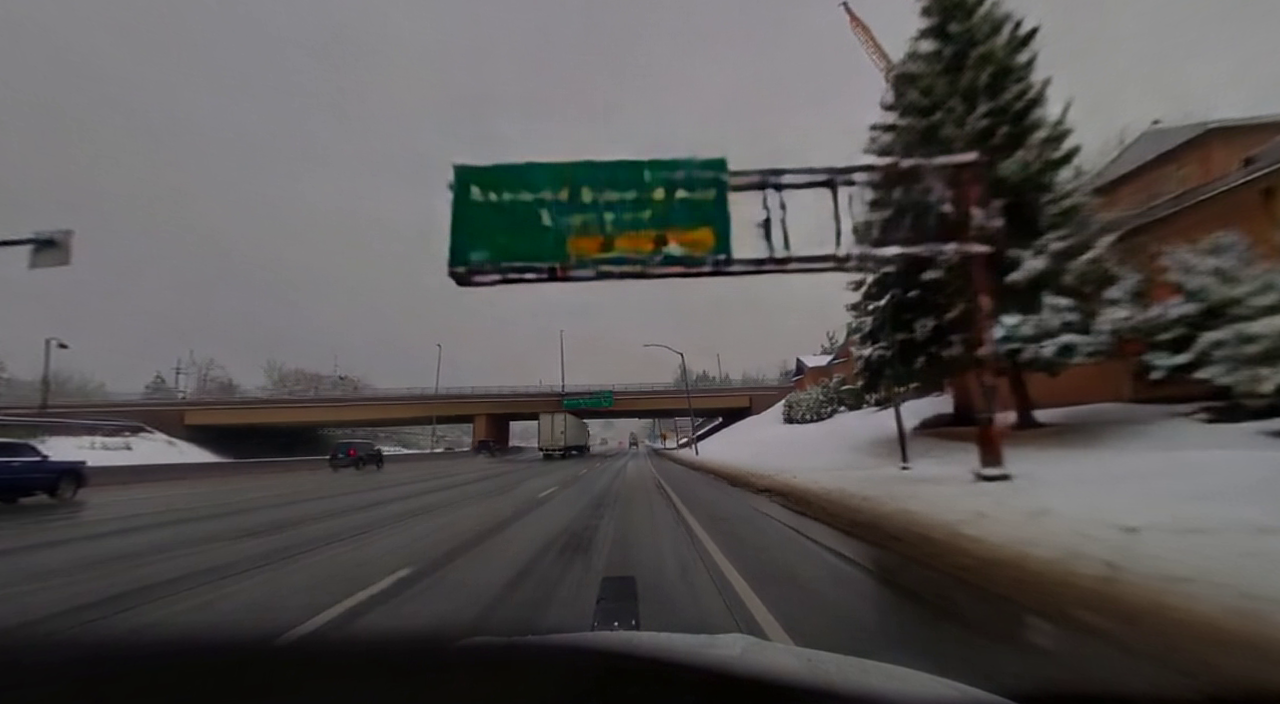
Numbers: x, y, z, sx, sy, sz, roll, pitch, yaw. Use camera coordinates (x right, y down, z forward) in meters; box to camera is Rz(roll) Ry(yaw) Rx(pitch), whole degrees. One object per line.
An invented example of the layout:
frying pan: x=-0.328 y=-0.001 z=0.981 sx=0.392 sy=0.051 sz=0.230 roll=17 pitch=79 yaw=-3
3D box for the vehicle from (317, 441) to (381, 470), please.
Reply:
vehicle: x=-18.846 y=6.718 z=41.136 sx=1.932 sy=1.752 sz=4.541 roll=0 pitch=-9 yaw=0
